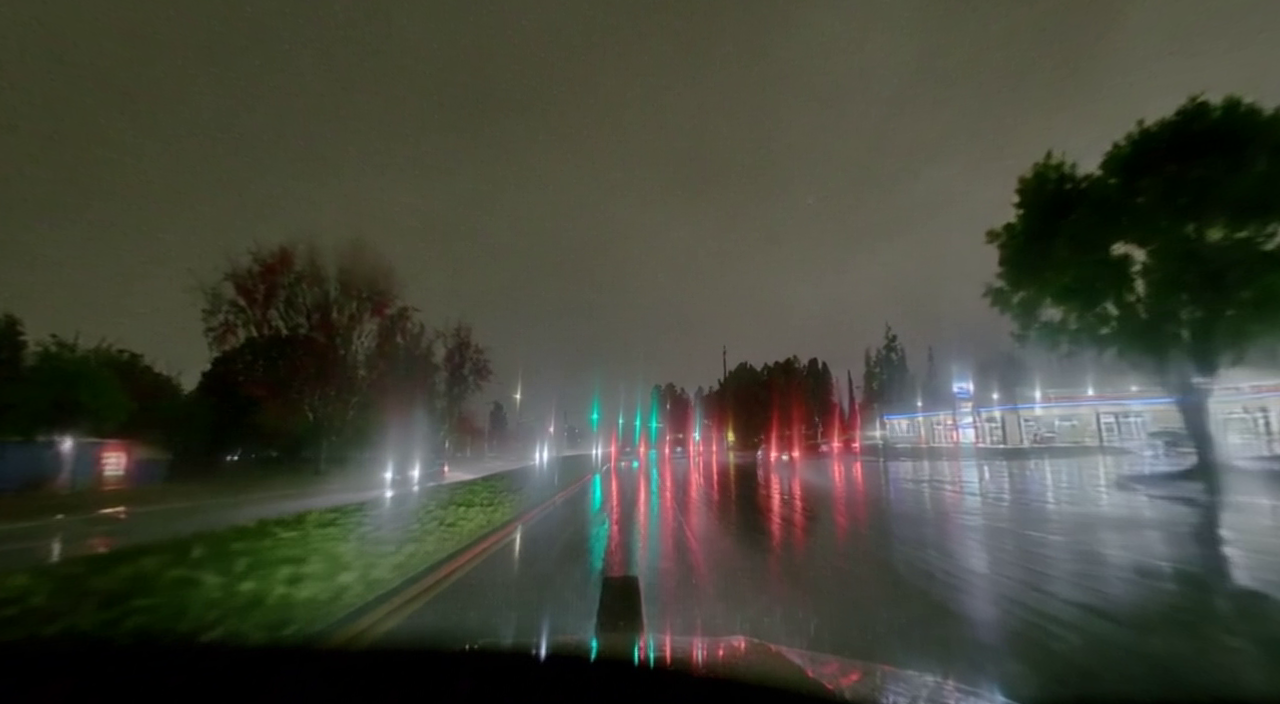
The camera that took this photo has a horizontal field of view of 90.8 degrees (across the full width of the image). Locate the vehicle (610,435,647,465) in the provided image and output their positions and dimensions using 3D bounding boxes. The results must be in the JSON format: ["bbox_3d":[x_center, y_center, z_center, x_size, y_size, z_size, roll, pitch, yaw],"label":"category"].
[{"bbox_3d":[-0.799,6.268,40.456,2.261,1.820,4.255,0,-8,-3],"label":"vehicle"}]

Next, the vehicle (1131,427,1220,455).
[{"bbox_3d":[29.939,4.976,35.288,4.663,1.485,1.991,4,-9,-26],"label":"vehicle"}]

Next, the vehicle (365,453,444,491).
[{"bbox_3d":[-10.750,5.488,29.229,2.052,1.503,4.559,0,-8,-2],"label":"vehicle"}]

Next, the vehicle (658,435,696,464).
[{"bbox_3d":[2.423,6.567,42.555,2.140,1.800,4.660,0,-8,-2],"label":"vehicle"}]
